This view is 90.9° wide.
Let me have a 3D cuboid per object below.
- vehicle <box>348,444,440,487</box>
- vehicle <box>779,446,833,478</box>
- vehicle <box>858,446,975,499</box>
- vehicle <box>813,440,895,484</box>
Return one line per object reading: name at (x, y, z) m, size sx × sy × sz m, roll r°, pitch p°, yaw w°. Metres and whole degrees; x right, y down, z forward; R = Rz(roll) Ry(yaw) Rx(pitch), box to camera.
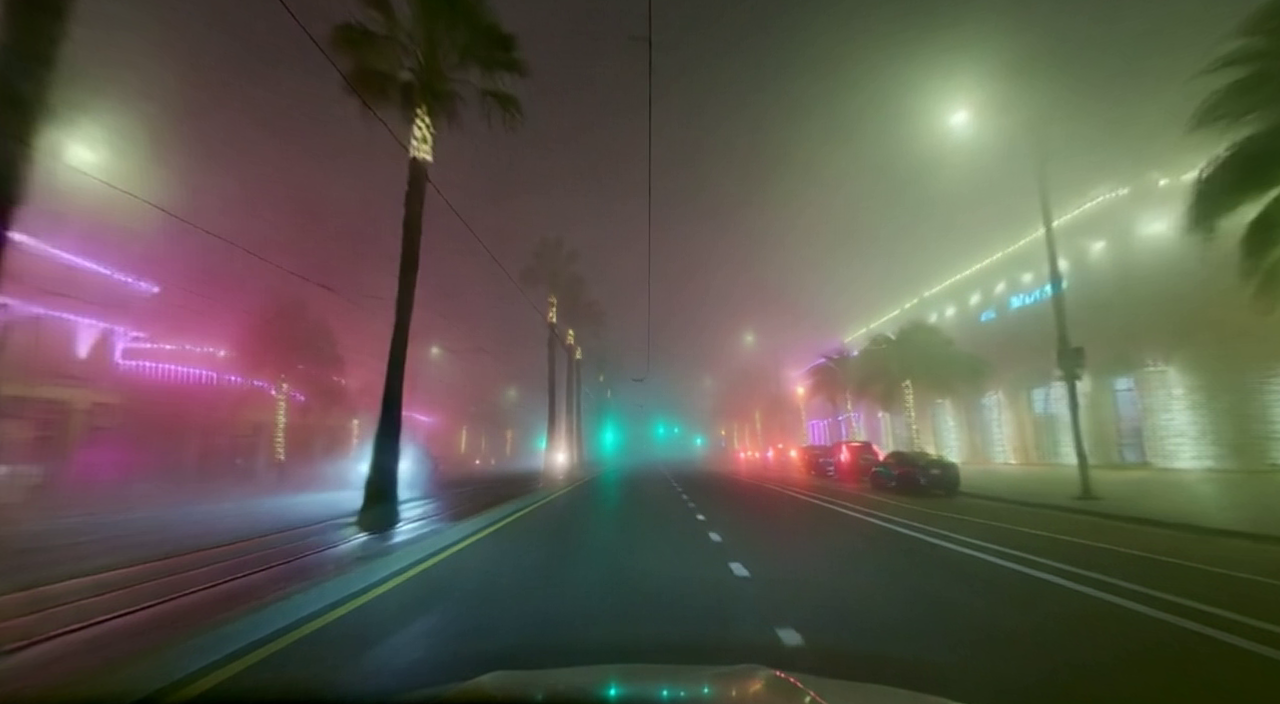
vehicle at (-10.610, 4.893, 27.584) m, size 2.042 × 1.716 × 4.634 m, roll 0°, pitch -8°, yaw 2°
vehicle at (8.401, 5.597, 32.250) m, size 1.715 × 1.500 × 3.910 m, roll 0°, pitch -8°, yaw 0°
vehicle at (8.631, 3.752, 20.150) m, size 1.733 × 1.468 × 4.326 m, roll 0°, pitch -8°, yaw 0°
vehicle at (8.678, 4.483, 25.975) m, size 1.867 × 1.627 × 4.357 m, roll 0°, pitch -8°, yaw 0°
